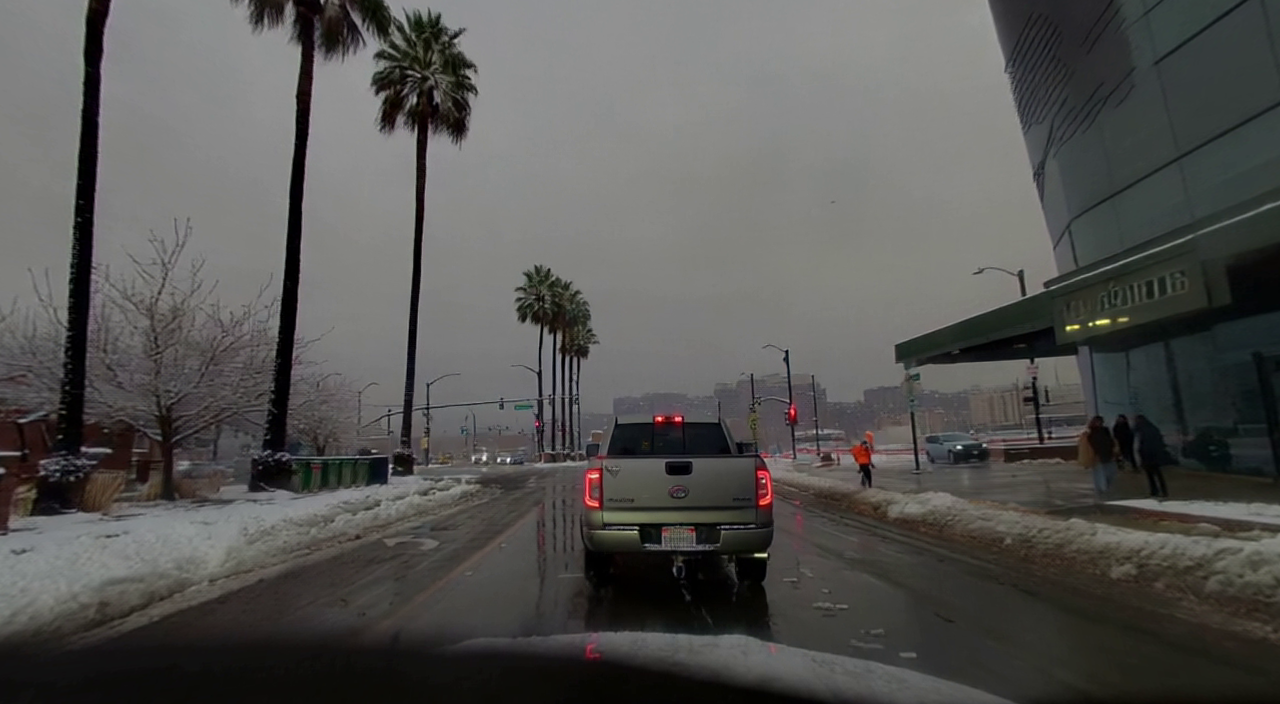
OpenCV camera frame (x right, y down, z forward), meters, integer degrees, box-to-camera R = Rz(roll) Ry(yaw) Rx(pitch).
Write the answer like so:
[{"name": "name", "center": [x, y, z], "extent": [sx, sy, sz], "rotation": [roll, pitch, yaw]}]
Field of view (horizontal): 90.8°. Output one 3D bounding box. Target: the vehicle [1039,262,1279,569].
[{"name": "vehicle", "center": [7.913, 0.892, 8.615], "extent": [2.666, 3.345, 3.622], "rotation": [-1, -9, 8]}]

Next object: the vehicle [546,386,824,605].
[{"name": "vehicle", "center": [0.408, 1.590, 7.984], "extent": [2.311, 1.819, 5.255], "rotation": [0, -8, 1]}]
